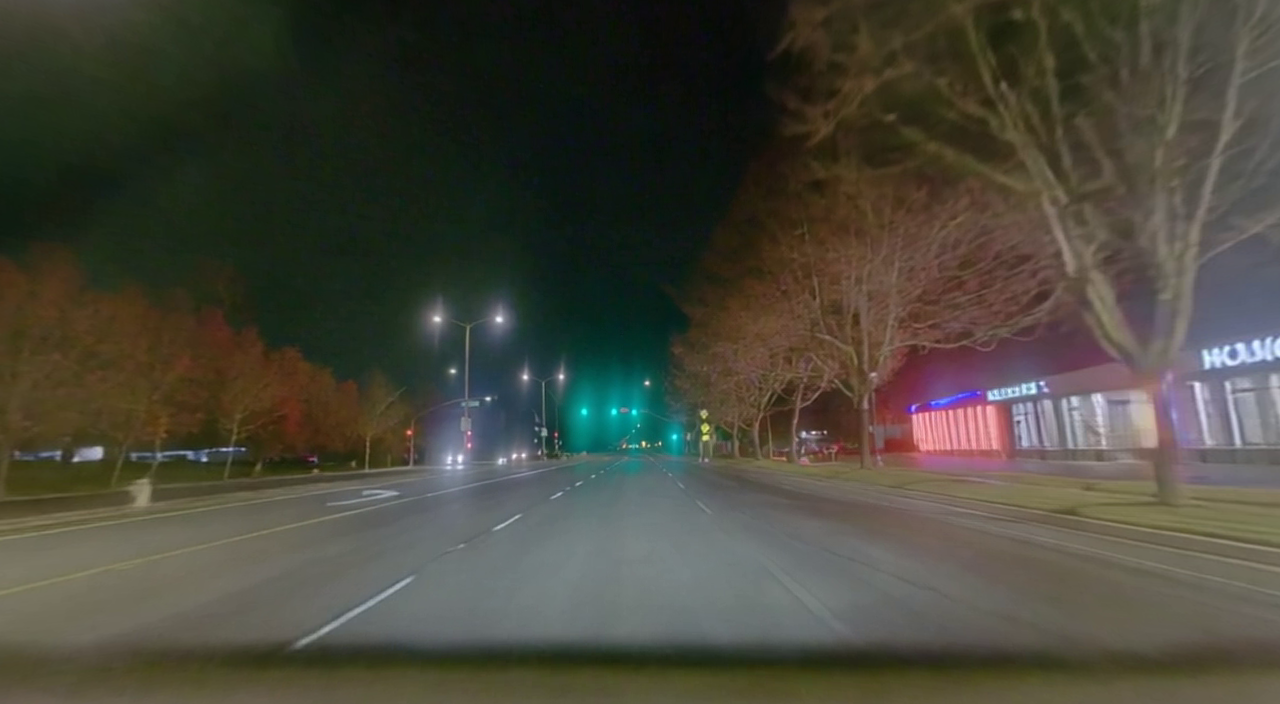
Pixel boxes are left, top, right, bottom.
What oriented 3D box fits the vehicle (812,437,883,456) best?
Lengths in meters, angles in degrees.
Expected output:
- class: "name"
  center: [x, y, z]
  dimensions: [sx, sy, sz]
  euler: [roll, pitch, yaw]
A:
- class: "vehicle"
  center: [16.329, 7.481, 49.726]
  dimensions: [4.960, 1.505, 1.941]
  euler: [0, -9, 0]
